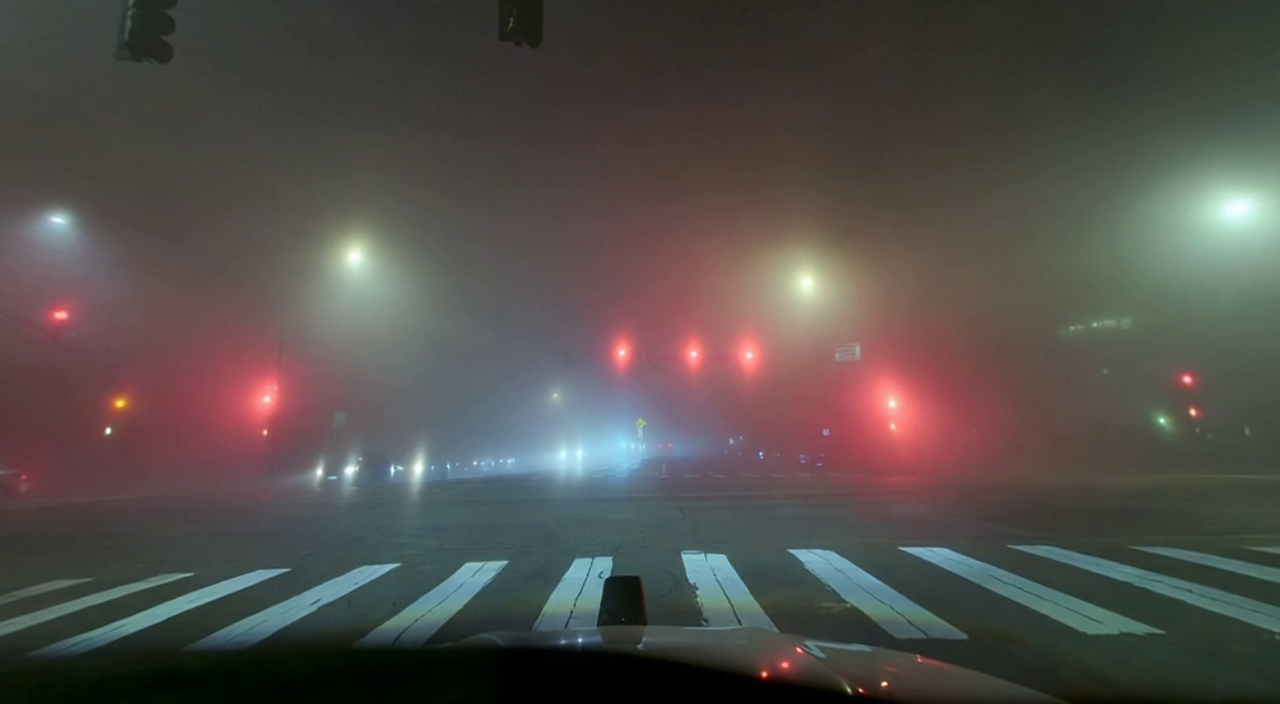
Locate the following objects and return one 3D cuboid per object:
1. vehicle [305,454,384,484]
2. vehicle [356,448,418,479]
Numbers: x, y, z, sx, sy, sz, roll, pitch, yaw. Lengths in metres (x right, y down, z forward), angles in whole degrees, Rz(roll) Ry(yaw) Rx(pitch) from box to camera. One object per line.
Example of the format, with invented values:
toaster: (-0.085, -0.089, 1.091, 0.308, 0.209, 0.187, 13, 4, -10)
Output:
vehicle: (-16.093, 6.375, 34.496, 2.055, 1.506, 4.663, 0, -9, 0)
vehicle: (-16.181, 7.104, 40.447, 1.960, 1.819, 5.018, 0, -9, -1)
